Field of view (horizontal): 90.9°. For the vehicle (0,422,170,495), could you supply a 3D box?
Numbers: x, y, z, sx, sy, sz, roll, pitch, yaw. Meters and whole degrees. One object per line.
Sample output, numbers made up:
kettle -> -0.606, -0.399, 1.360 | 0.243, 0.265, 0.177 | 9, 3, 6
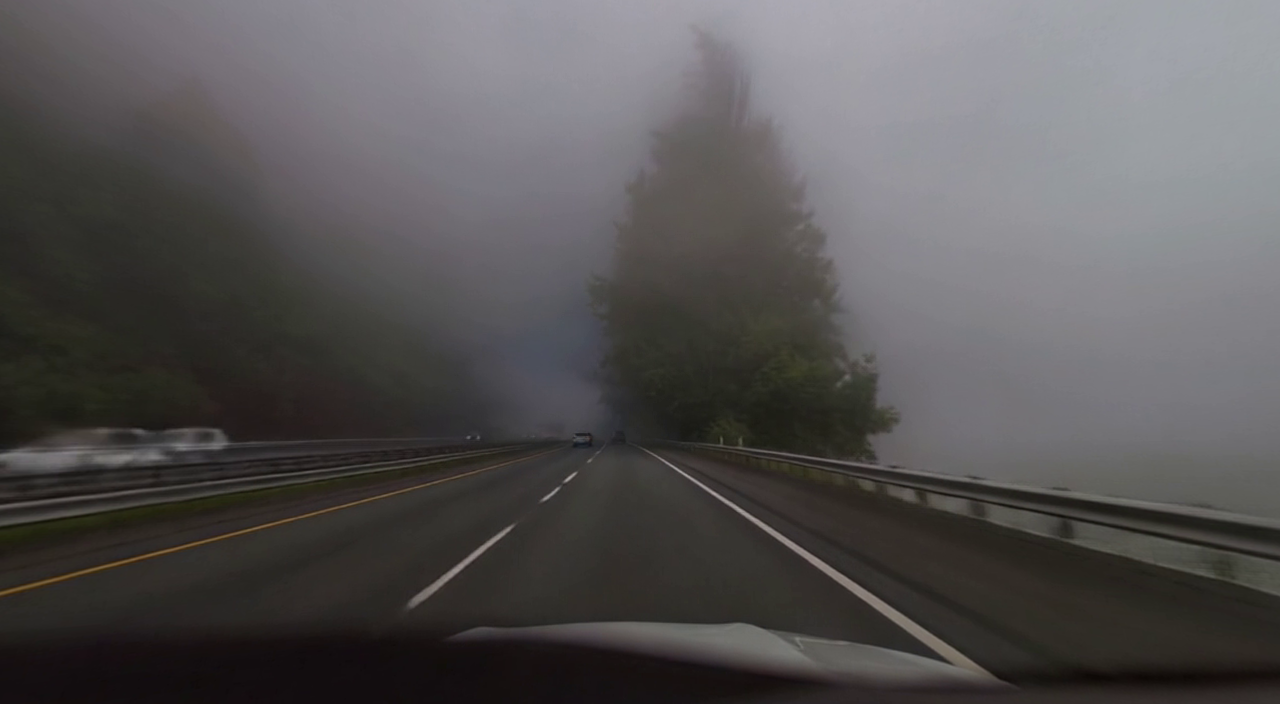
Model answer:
vehicle -> -13.656, 2.413, 14.699 | 2.018, 1.442, 4.422 | 0, -8, -1
